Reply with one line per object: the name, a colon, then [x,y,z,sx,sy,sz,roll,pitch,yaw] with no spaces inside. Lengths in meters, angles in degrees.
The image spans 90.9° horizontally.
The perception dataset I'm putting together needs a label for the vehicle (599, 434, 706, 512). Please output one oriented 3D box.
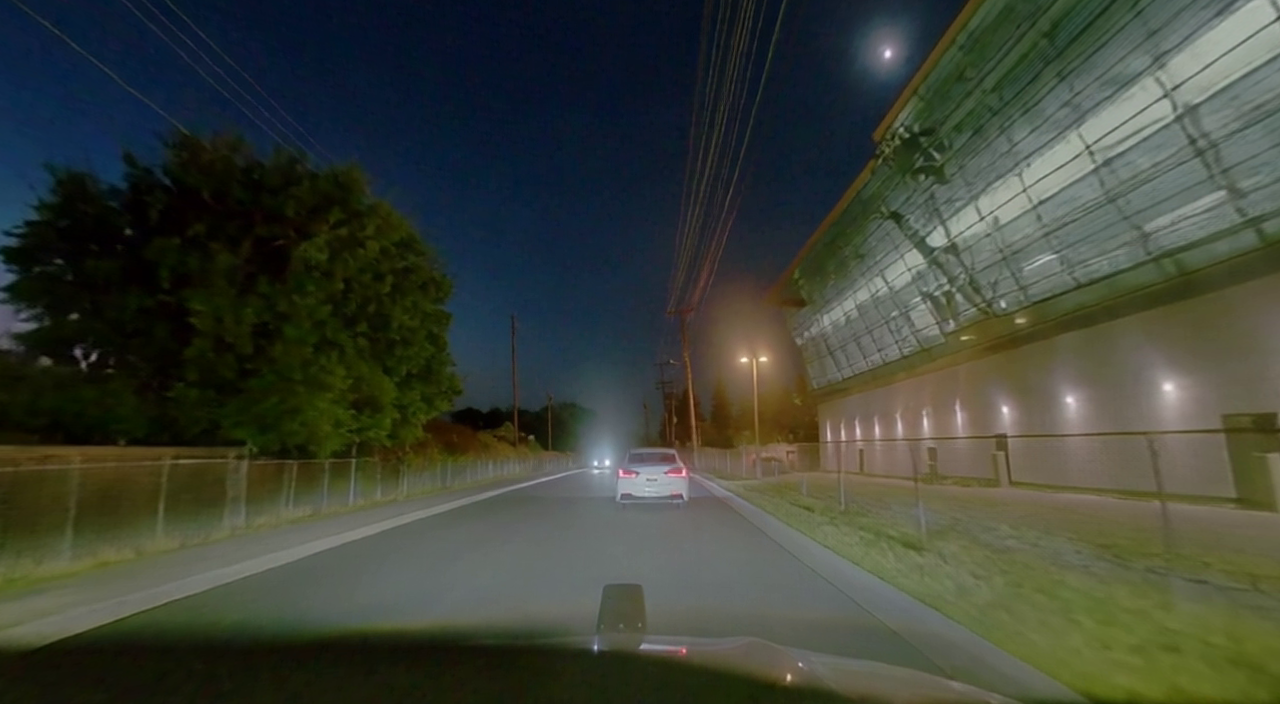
vehicle: [0.218,2.628,14.219,2.060,1.487,3.920,0,-8,-1]
